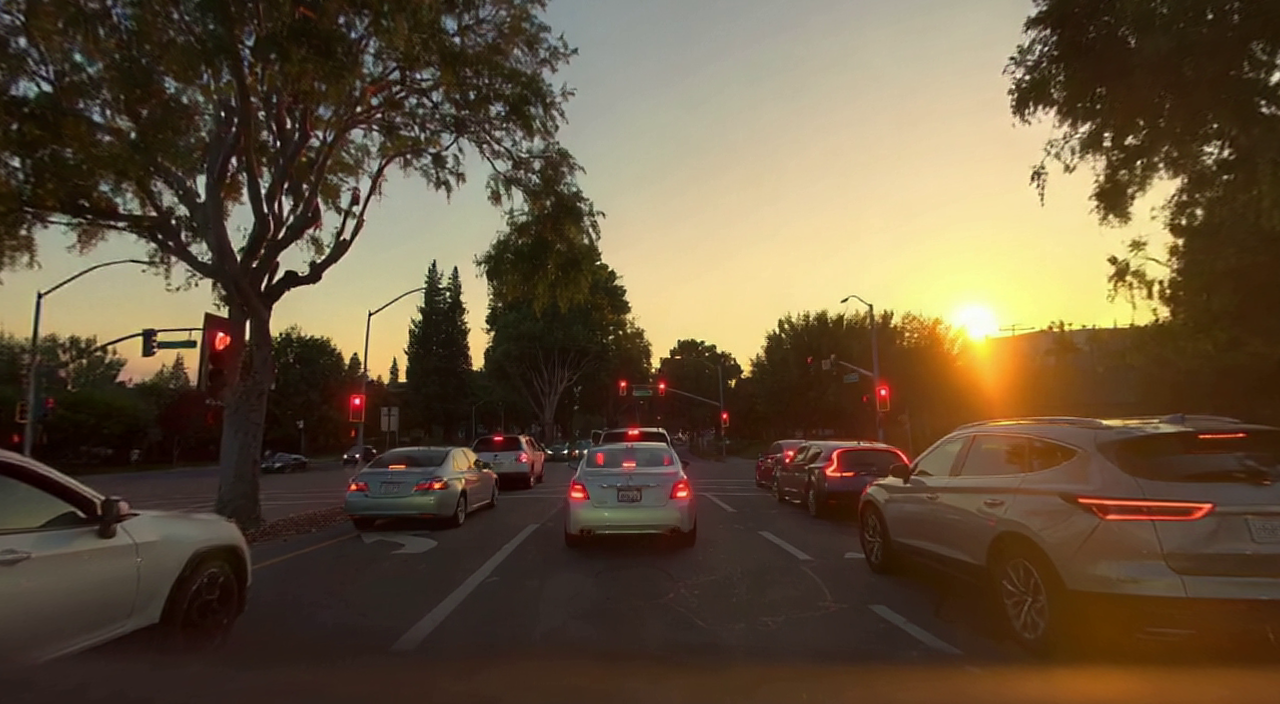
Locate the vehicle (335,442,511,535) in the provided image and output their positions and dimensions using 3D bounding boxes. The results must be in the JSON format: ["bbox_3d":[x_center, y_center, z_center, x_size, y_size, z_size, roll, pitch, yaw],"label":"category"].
[{"bbox_3d":[-3.927,2.509,12.336,1.919,1.459,4.371,0,-8,-1],"label":"vehicle"}]

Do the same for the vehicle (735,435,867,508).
[{"bbox_3d":[3.643,2.781,15.241,1.922,1.472,4.440,0,-8,-1],"label":"vehicle"}]

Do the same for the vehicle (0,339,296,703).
[{"bbox_3d":[-3.653,0.836,2.547,2.047,1.764,4.369,0,-8,0],"label":"vehicle"}]

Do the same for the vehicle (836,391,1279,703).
[{"bbox_3d":[3.395,1.310,5.421,1.933,1.564,4.600,0,-8,0],"label":"vehicle"}]

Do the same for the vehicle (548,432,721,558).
[{"bbox_3d":[-0.077,2.004,9.588,2.061,1.470,3.970,0,-8,0],"label":"vehicle"}]
